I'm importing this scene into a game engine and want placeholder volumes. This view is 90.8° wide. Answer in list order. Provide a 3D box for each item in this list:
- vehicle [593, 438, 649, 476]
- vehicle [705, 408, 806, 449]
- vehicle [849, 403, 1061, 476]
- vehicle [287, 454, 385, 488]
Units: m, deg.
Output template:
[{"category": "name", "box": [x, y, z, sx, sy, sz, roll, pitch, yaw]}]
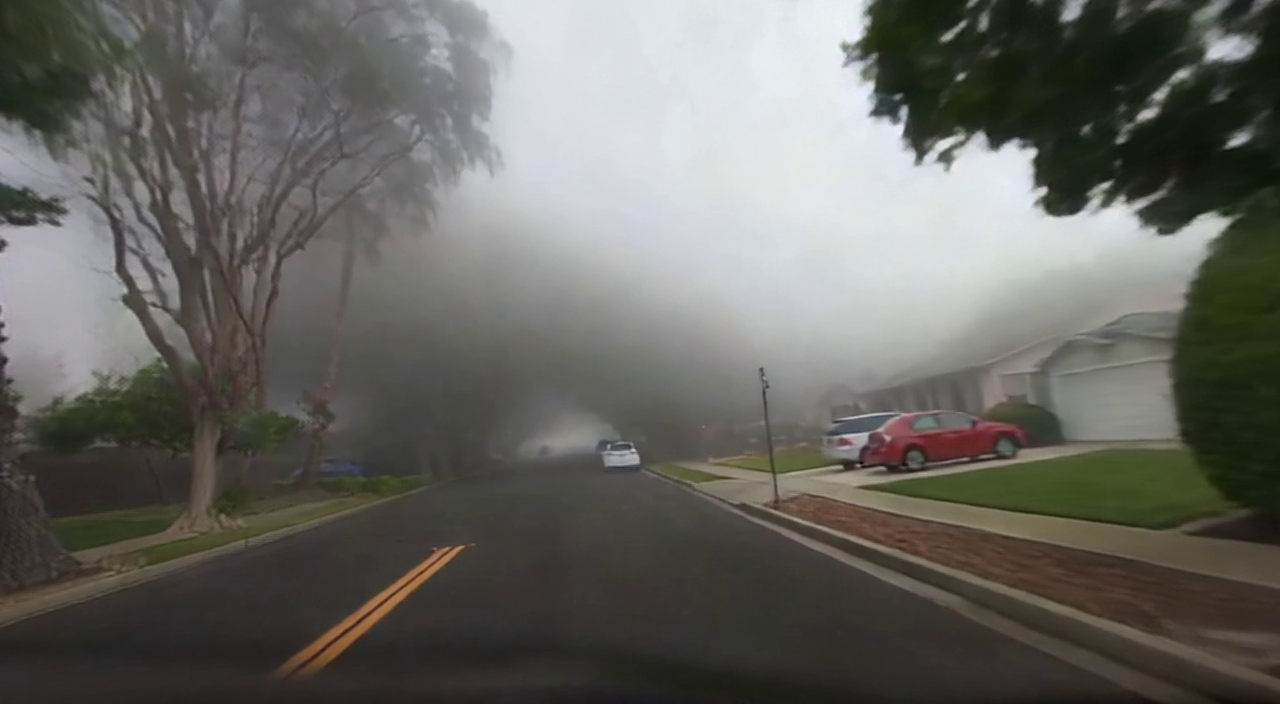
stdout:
[{"category": "vehicle", "box": [-0.947, 4.670, 28.141, 2.009, 1.506, 4.698, 1, -9, -7]}, {"category": "vehicle", "box": [6.150, 4.147, 34.055, 4.861, 1.911, 2.181, 0, -14, -5]}, {"category": "vehicle", "box": [7.771, 2.202, 15.869, 4.230, 1.666, 1.978, 0, -9, -5]}, {"category": "vehicle", "box": [-17.189, 6.740, 35.932, 4.511, 1.809, 2.018, 0, -9, -5]}]
